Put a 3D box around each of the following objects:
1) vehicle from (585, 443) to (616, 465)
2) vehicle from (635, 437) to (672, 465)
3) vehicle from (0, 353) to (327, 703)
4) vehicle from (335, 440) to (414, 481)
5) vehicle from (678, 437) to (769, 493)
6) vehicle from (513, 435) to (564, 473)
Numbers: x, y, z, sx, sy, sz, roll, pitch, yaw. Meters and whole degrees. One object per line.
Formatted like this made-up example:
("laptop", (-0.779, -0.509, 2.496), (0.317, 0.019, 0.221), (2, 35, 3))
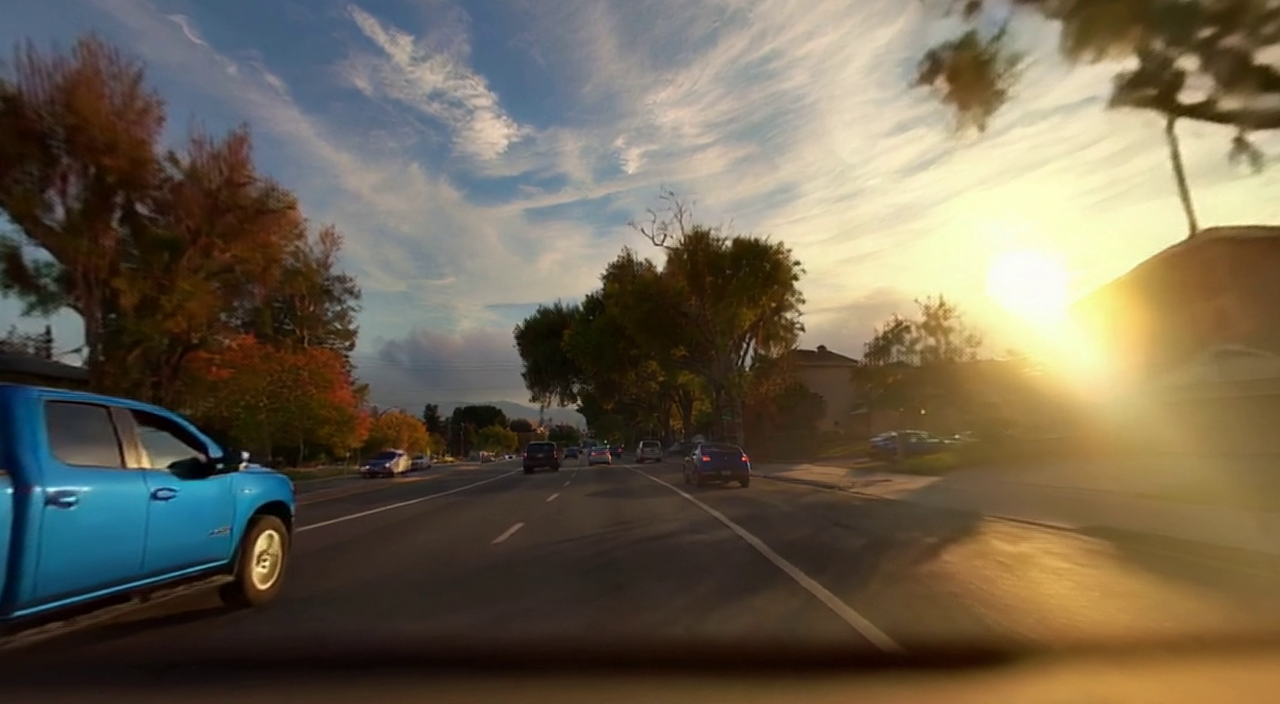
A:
("vehicle", (-2.829, 7.122, 44.336), (2.030, 1.477, 4.330), (1, -8, -5))
("vehicle", (0.873, 6.852, 43.933), (2.099, 1.845, 4.363), (1, -8, -6))
("vehicle", (-4.011, 0.954, 3.343), (2.111, 1.745, 5.274), (0, -8, -1))
("vehicle", (-13.528, 5.532, 32.542), (2.206, 1.939, 4.859), (0, -8, -3))
("vehicle", (2.337, 3.313, 18.895), (1.884, 1.463, 4.195), (0, -8, -4))
("vehicle", (-5.228, 5.335, 33.178), (2.218, 1.829, 4.492), (0, -8, -3))
